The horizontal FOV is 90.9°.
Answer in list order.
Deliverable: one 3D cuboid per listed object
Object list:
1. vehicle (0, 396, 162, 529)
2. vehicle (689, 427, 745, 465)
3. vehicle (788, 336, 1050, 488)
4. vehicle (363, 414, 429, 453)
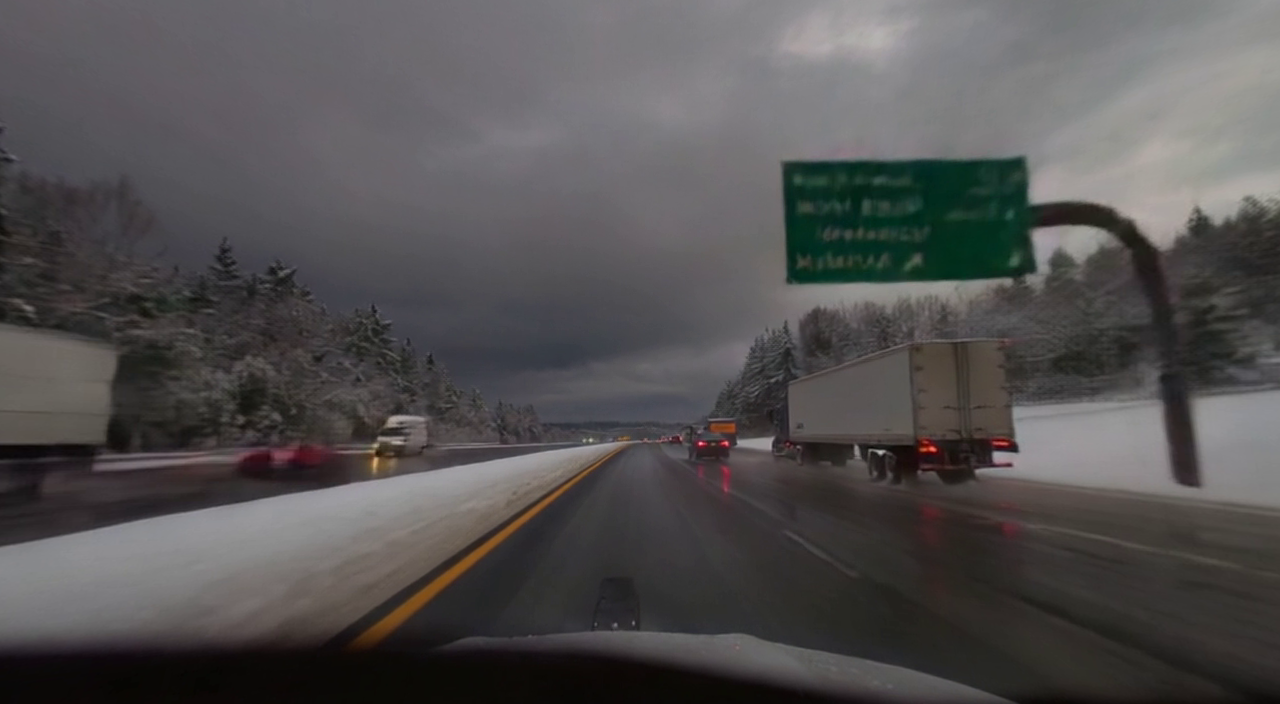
[{"bbox_3d":[-8.968,1.435,8.264,1.978,1.644,4.368,0,-7,-1],"label":"vehicle"},{"bbox_3d":[3.585,4.474,30.206,2.011,1.672,4.415,0,-7,-2],"label":"vehicle"},{"bbox_3d":[9.184,2.487,24.052,3.440,4.093,13.944,0,-7,-1],"label":"vehicle"},{"bbox_3d":[-17.017,5.767,44.374,2.368,2.548,5.444,0,-7,1],"label":"vehicle"}]
